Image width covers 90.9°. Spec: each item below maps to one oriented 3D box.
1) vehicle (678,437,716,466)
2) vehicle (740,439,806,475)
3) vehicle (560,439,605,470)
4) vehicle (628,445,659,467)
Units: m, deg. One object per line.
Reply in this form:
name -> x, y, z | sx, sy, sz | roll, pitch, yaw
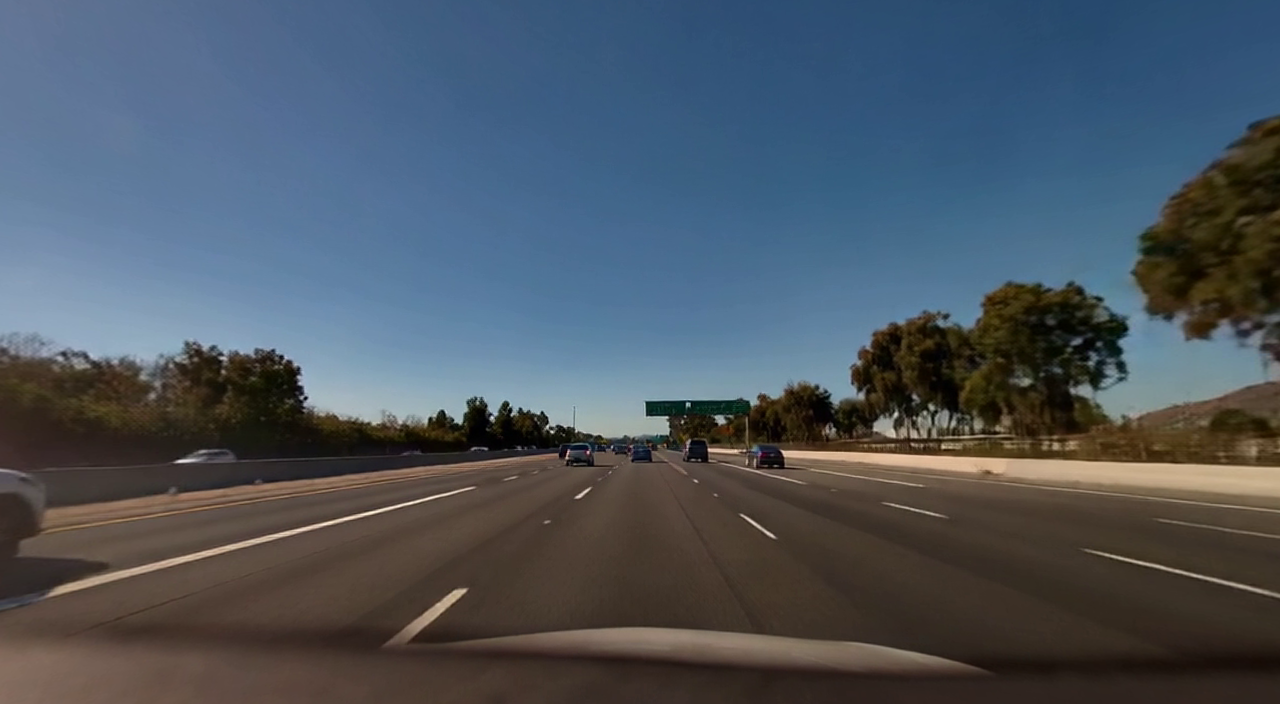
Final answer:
vehicle -> 4.103, 7.293, 46.328 | 2.348, 1.991, 5.460 | 0, -8, 0
vehicle -> 6.669, 5.298, 32.120 | 2.196, 1.659, 4.451 | 0, -8, -2
vehicle -> -3.412, 6.186, 38.377 | 2.118, 1.750, 4.875 | 0, -8, 1
vehicle -> 0.297, 7.379, 44.838 | 2.050, 1.452, 3.917 | -1, -8, 2
